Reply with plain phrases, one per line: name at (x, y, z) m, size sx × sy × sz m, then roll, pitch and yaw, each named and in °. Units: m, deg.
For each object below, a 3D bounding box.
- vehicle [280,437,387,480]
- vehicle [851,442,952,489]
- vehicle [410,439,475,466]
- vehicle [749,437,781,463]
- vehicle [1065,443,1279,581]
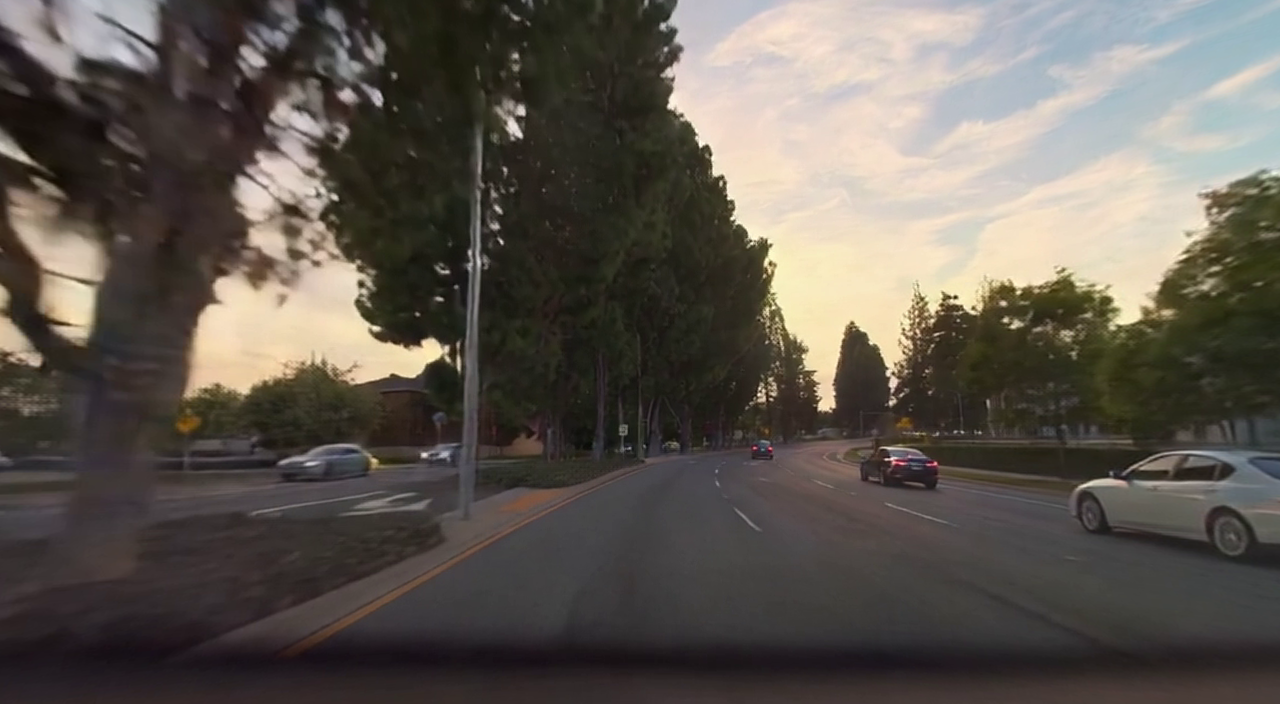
vehicle at (-11.245, 3.911, 23.452) m, size 1.764 × 1.457 × 3.794 m, roll -1°, pitch -8°, yaw 6°
vehicle at (8.890, 3.850, 21.859) m, size 1.855 × 1.444 × 4.389 m, roll 0°, pitch -8°, yaw 4°
vehicle at (-12.955, 6.614, 41.702) m, size 1.952 × 1.686 × 4.494 m, roll -2°, pitch -8°, yaw 15°
vehicle at (8.494, 6.688, 43.089) m, size 1.991 × 1.684 × 4.127 m, roll -1°, pitch -8°, yaw 10°
vehicle at (7.442, 1.792, 7.539) m, size 1.783 × 1.386 × 4.433 m, roll 0°, pitch -8°, yaw 3°
